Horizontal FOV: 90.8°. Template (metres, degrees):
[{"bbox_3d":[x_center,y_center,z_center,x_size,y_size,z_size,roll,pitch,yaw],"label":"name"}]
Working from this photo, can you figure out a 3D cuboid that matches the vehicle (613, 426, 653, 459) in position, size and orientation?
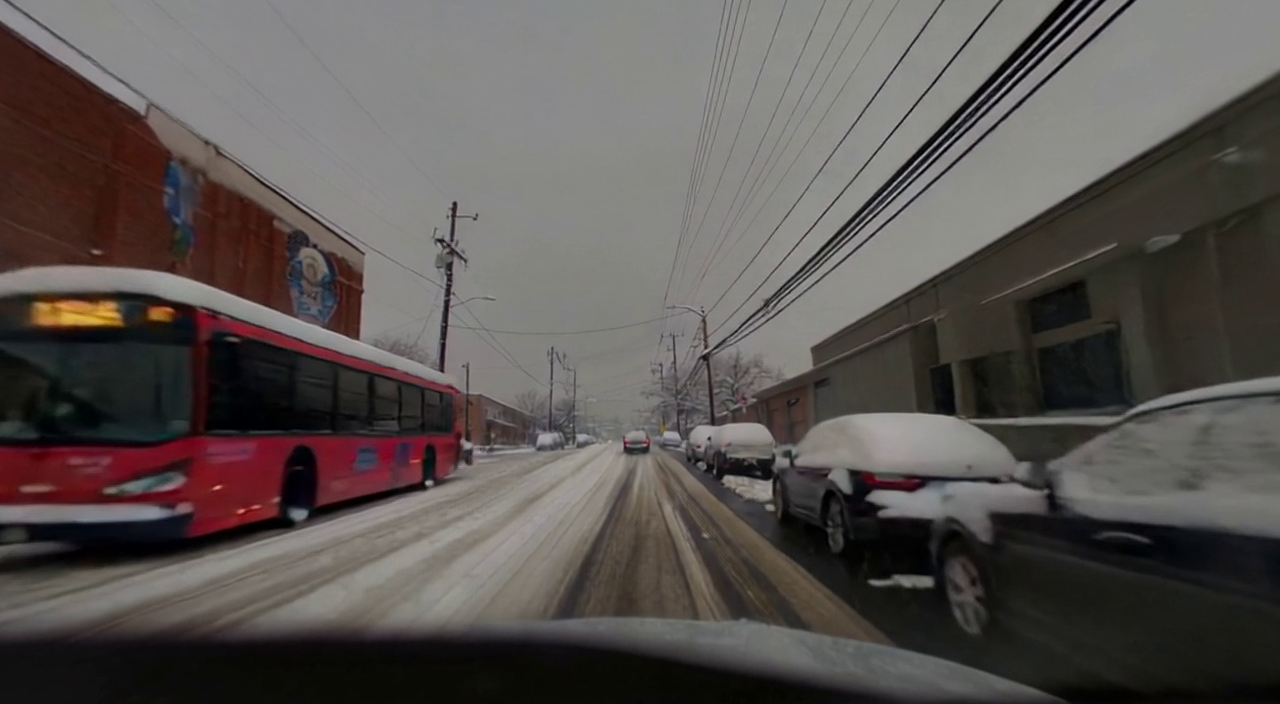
[{"bbox_3d":[-0.402,5.365,37.269,2.190,1.783,4.048,0,-9,0],"label":"vehicle"}]

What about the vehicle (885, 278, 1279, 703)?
[{"bbox_3d":[3.106,0.810,2.834,2.171,1.751,4.373,1,-10,-1],"label":"vehicle"}]

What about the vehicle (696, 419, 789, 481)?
[{"bbox_3d":[3.156,3.178,20.502,2.102,1.765,4.674,0,-9,-2],"label":"vehicle"}]

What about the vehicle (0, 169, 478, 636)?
[{"bbox_3d":[-5.298,1.247,10.856,3.297,3.342,12.875,1,-9,-8],"label":"vehicle"}]
